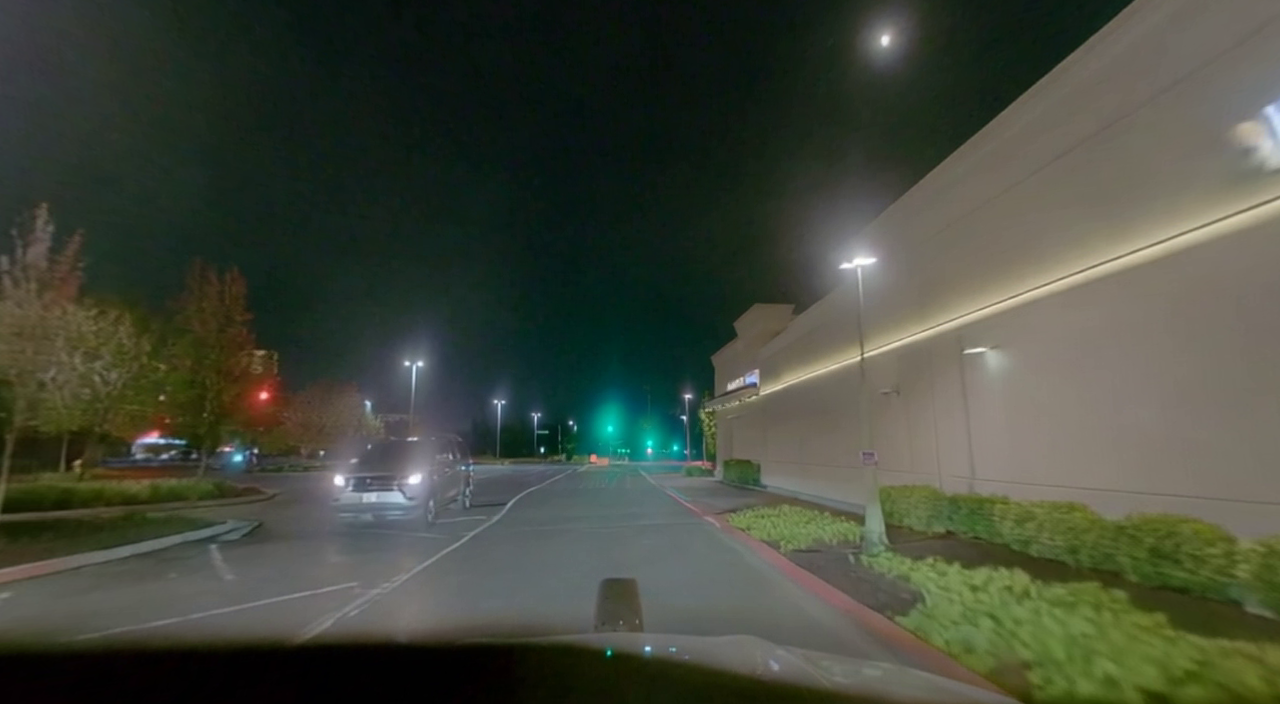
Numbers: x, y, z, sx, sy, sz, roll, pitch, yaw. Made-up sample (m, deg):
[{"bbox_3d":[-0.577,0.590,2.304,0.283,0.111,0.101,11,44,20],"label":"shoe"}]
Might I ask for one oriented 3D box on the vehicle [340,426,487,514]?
[{"bbox_3d":[-5.251,2.819,15.440,2.180,1.806,4.541,1,-9,-4],"label":"vehicle"}]
